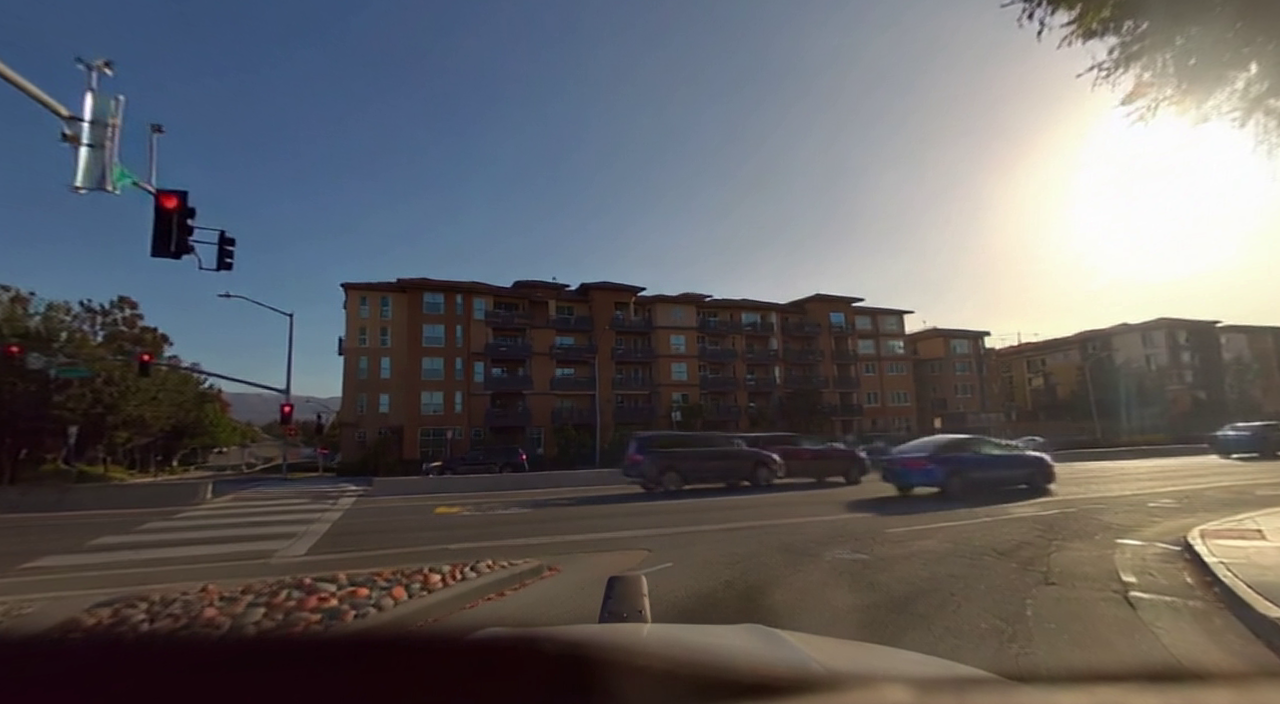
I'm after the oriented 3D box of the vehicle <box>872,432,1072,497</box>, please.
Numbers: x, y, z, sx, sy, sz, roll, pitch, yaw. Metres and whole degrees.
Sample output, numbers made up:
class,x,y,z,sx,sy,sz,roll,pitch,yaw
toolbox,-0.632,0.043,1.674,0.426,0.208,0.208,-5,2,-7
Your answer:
class,x,y,z,sx,sy,sz,roll,pitch,yaw
vehicle,8.354,2.773,15.913,4.521,1.433,1.943,3,-9,-23

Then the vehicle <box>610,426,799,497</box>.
class,x,y,z,sx,sy,sz,roll,pitch,yaw
vehicle,1.736,2.910,17.078,4.683,1.678,1.981,4,-9,-23

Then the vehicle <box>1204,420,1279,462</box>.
class,x,y,z,sx,sy,sz,roll,pitch,yaw
vehicle,27.288,3.893,27.590,4.711,1.688,1.915,3,-9,-23

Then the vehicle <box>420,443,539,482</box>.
class,x,y,z,sx,sy,sz,roll,pitch,yaw
vehicle,-6.380,4.358,25.080,4.289,1.415,1.774,4,-9,-24
